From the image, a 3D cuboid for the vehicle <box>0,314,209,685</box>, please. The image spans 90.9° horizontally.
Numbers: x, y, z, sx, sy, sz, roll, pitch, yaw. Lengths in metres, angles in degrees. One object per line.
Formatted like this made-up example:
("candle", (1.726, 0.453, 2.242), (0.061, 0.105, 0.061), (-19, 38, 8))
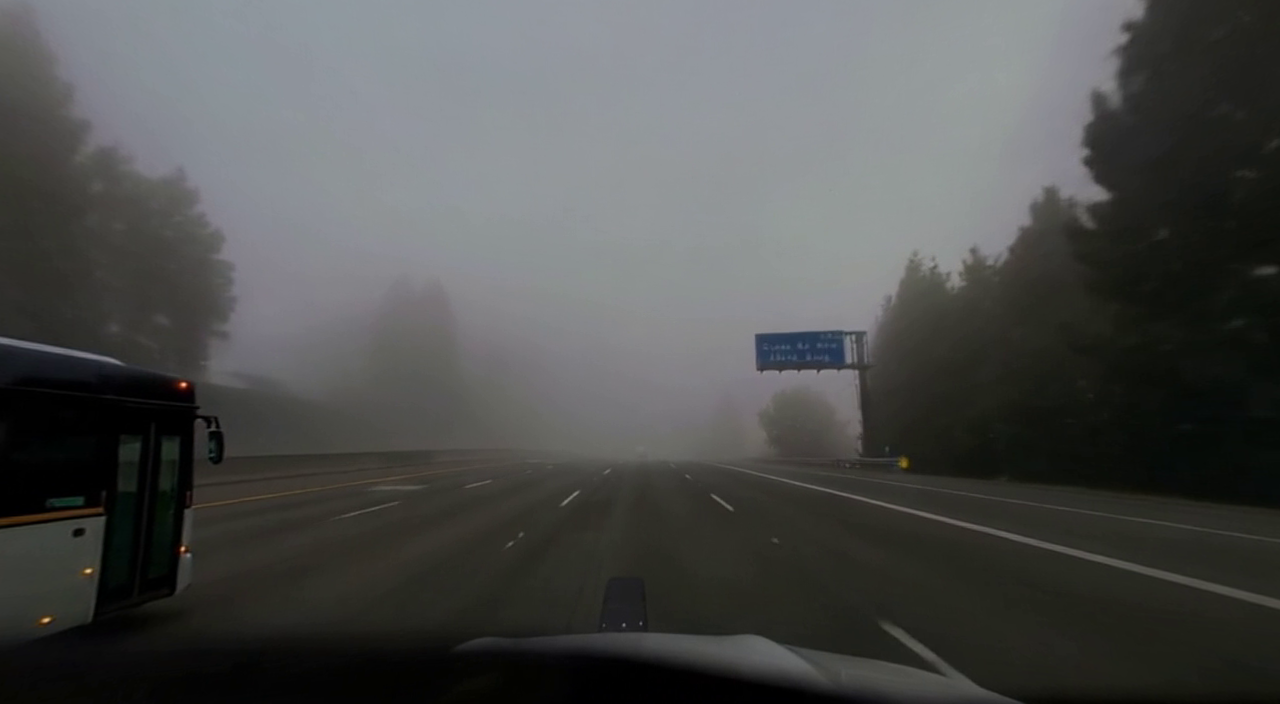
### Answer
("vehicle", (-4.540, 0.645, 2.340), (2.127, 1.985, 5.205), (0, -8, 1))
